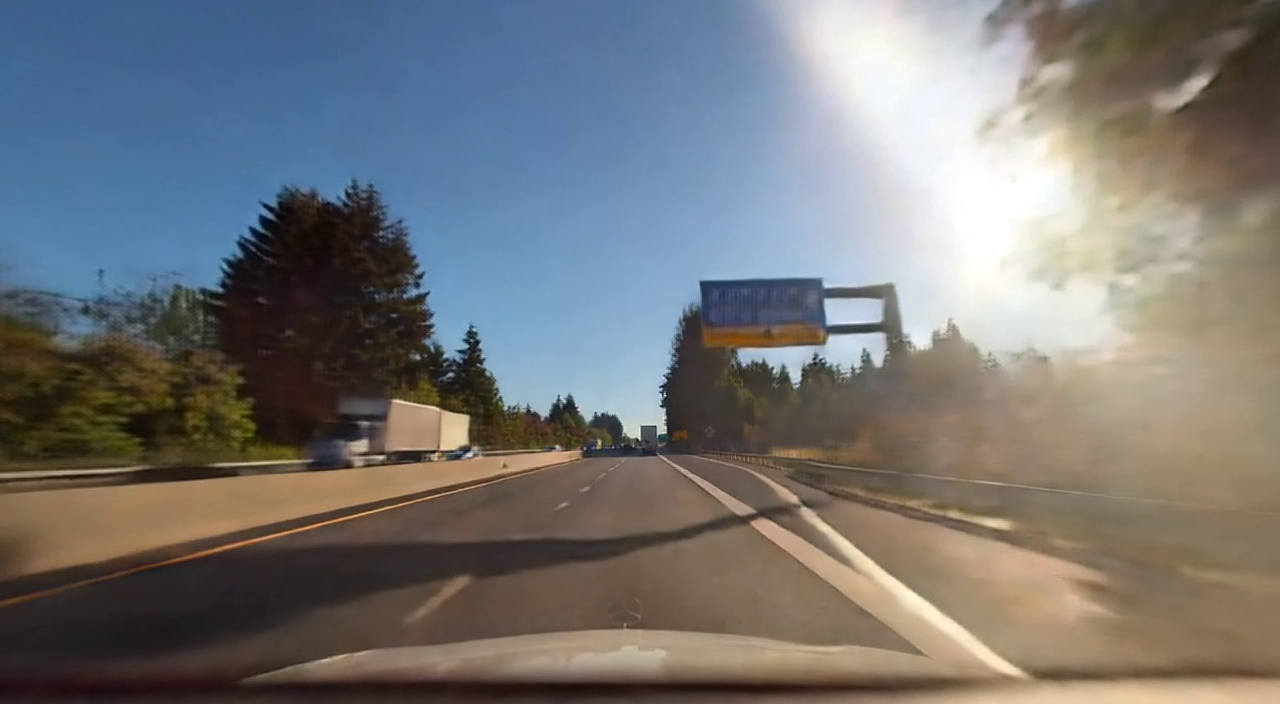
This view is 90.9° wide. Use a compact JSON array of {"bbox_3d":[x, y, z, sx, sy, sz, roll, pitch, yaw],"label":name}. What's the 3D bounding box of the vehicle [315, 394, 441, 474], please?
[{"bbox_3d":[-16.183,5.356,40.233,3.237,4.404,10.808,0,-9,1],"label":"vehicle"}]
